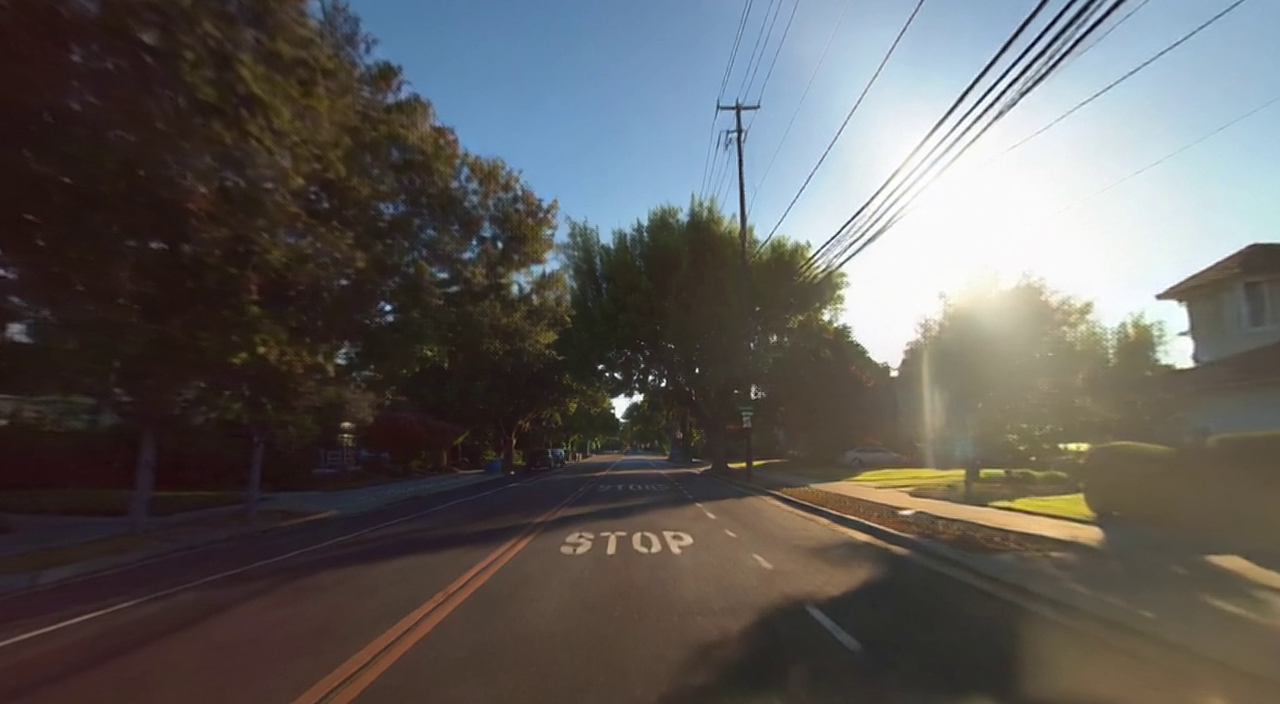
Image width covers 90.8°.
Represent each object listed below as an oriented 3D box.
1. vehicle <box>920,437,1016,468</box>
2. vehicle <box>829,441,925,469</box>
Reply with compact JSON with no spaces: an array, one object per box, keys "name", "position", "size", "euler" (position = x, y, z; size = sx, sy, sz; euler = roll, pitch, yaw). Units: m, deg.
[{"name":"vehicle","position":[18.814,5.747,36.383],"size":[4.362,1.480,1.903],"euler":[-3,-7,0]},{"name":"vehicle","position":[13.584,5.925,36.383],"size":[4.624,1.420,2.045],"euler":[-1,-9,-5]}]
